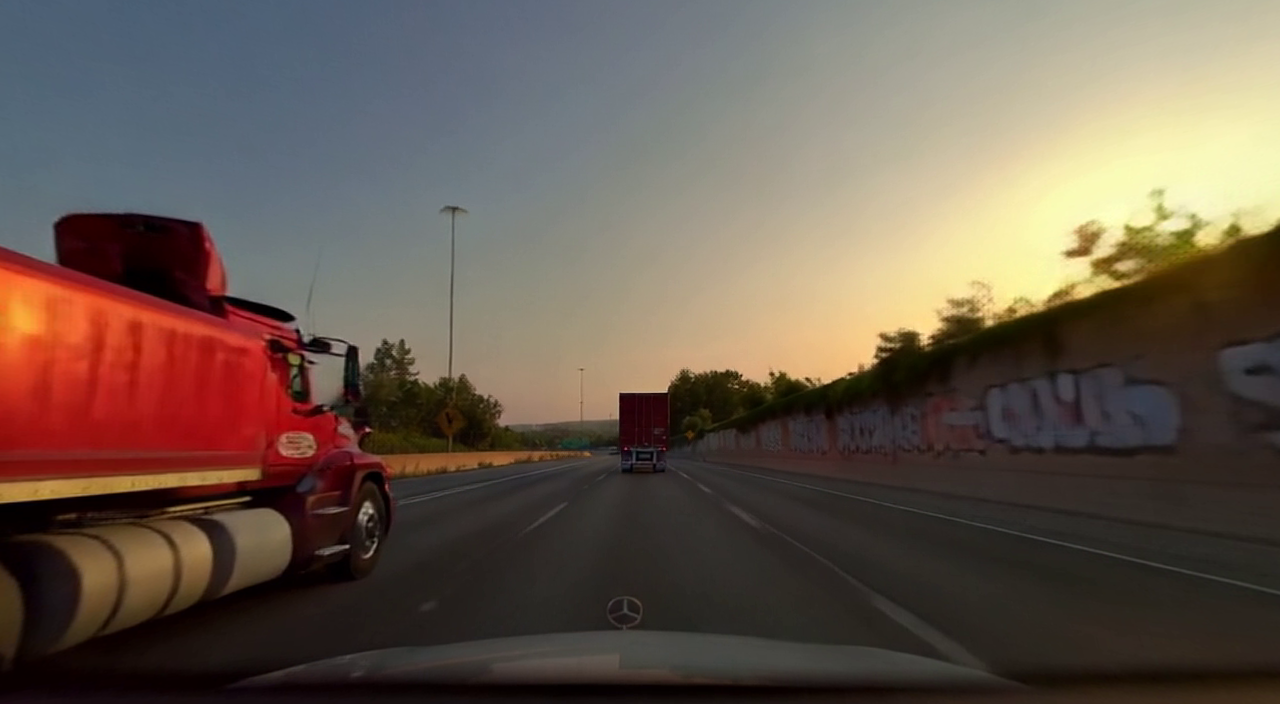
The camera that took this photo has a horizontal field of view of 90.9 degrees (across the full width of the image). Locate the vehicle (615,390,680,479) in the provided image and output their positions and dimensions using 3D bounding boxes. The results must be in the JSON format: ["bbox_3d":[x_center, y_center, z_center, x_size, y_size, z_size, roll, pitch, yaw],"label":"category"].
[{"bbox_3d":[0.207,4.502,33.423,2.900,3.955,10.151,0,-9,-1],"label":"vehicle"}]
